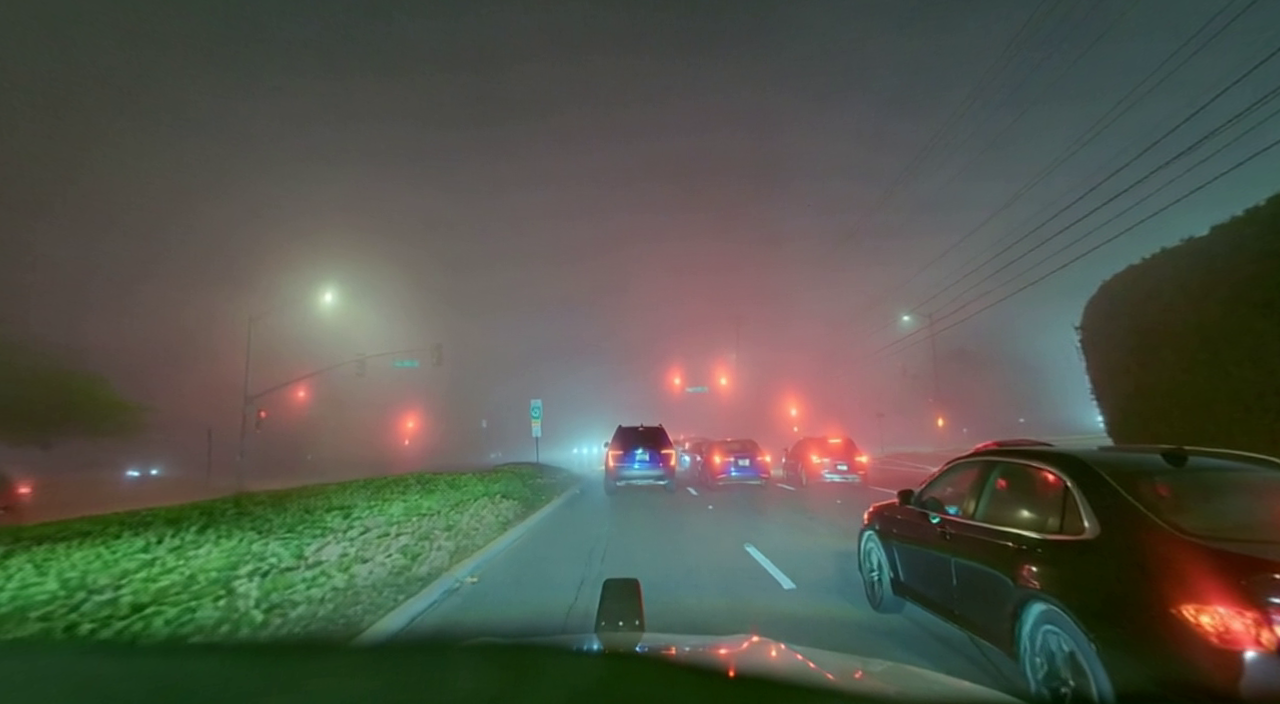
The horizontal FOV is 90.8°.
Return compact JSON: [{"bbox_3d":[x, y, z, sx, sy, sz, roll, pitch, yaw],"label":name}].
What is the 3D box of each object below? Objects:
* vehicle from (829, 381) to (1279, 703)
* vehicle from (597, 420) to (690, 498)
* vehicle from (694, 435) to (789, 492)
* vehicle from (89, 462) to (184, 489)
[{"bbox_3d":[2.770,1.088,3.578,2.004,1.460,4.297,0,-9,-1],"label":"vehicle"},{"bbox_3d":[0.078,2.939,17.703,2.236,1.856,4.816,0,-9,0],"label":"vehicle"},{"bbox_3d":[2.861,3.273,18.844,2.025,1.477,4.333,0,-9,-2],"label":"vehicle"},{"bbox_3d":[-33.212,8.151,41.777,4.550,1.601,1.766,1,-9,-5],"label":"vehicle"}]
